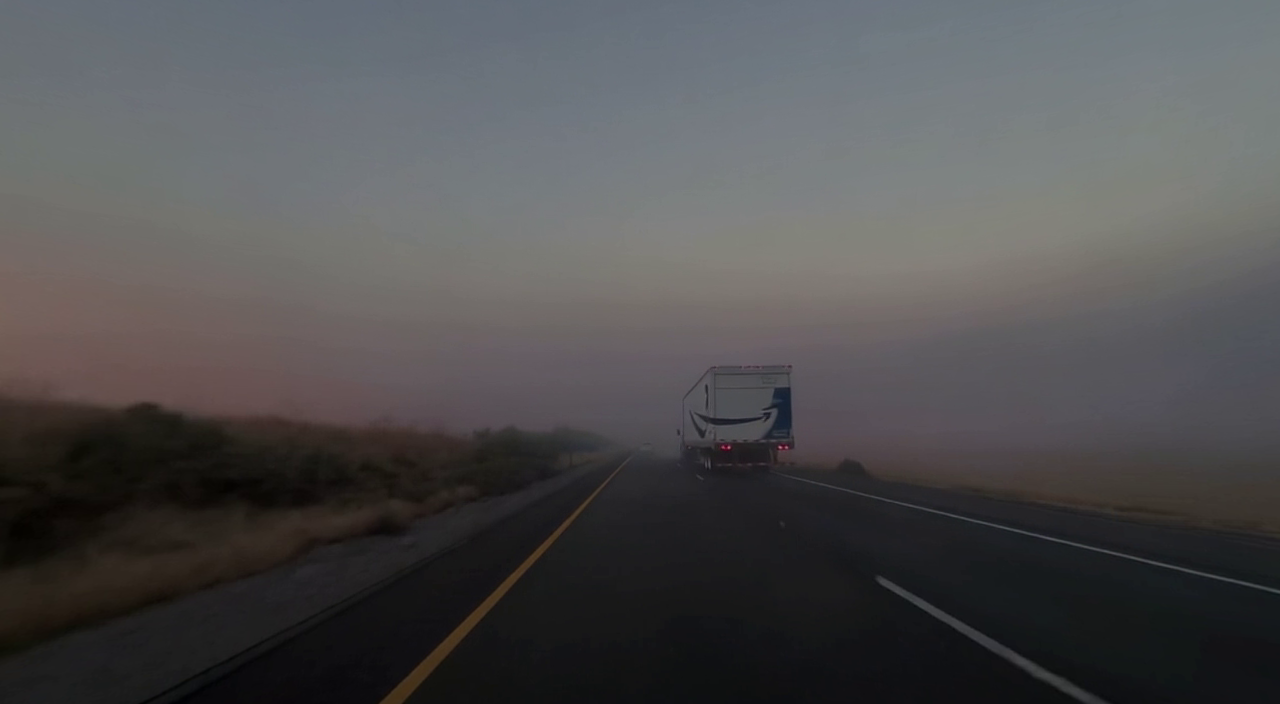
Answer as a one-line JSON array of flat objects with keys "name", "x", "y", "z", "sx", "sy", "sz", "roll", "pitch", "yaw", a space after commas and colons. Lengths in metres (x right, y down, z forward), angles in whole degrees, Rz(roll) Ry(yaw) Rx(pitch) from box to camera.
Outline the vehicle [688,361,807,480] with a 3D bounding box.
[{"name": "vehicle", "x": 4.561, "y": 3.704, "z": 31.436, "sx": 3.190, "sy": 4.365, "sz": 16.625, "roll": 0, "pitch": -8, "yaw": 0}]
